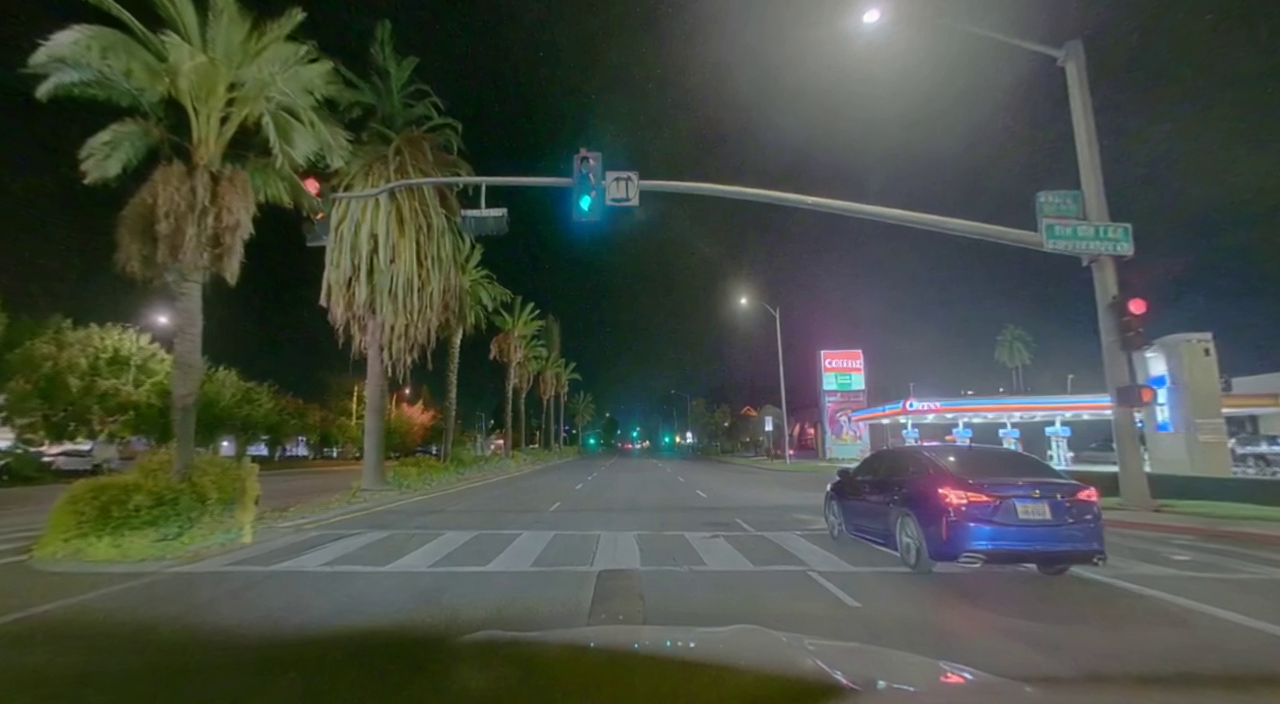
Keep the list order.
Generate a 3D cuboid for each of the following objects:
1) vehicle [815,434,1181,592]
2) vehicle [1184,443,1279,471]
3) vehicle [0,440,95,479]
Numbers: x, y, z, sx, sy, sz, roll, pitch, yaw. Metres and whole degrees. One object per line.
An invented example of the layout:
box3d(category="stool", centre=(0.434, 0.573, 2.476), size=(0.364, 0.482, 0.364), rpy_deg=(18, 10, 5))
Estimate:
box3d(category="vehicle", centre=(3.938, 1.807, 8.050), size=(1.978, 1.442, 4.262), rpy_deg=(0, -8, -3))
box3d(category="vehicle", centre=(33.683, 5.904, 35.679), size=(4.010, 1.497, 1.991), rpy_deg=(0, -8, -1))
box3d(category="vehicle", centre=(-32.810, 5.779, 34.268), size=(1.987, 1.959, 5.016), rpy_deg=(0, -8, -1))
